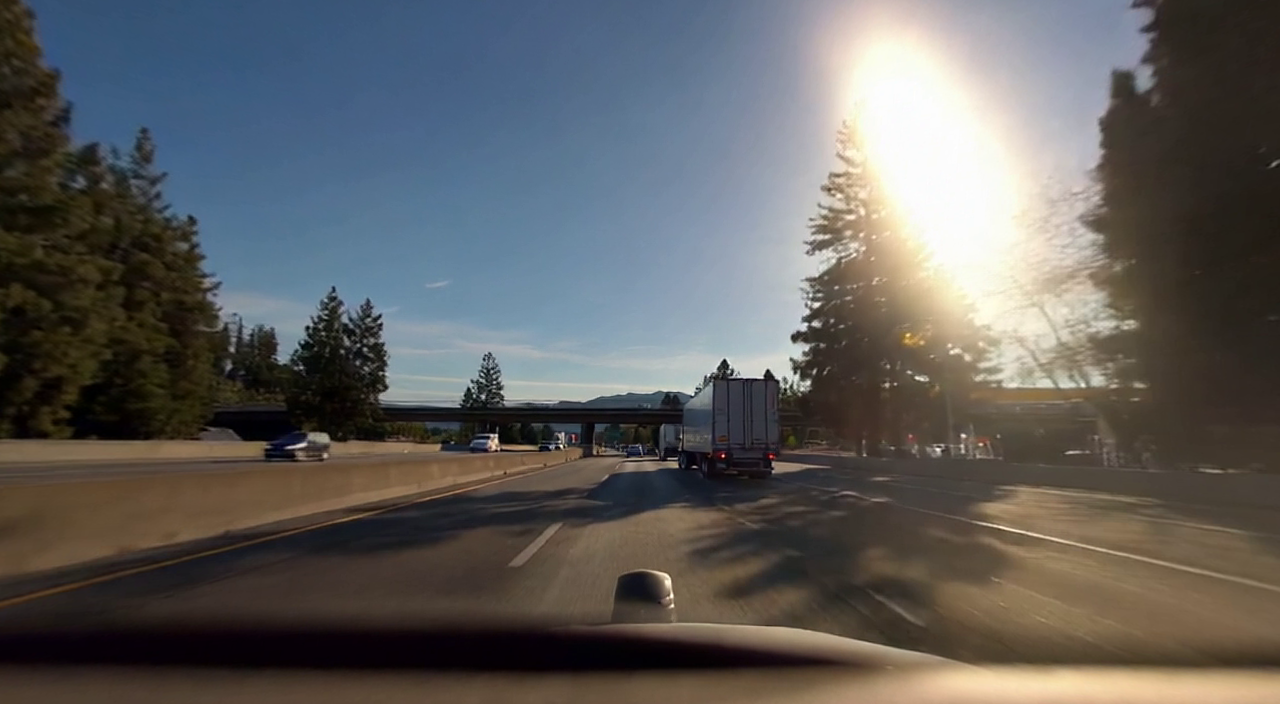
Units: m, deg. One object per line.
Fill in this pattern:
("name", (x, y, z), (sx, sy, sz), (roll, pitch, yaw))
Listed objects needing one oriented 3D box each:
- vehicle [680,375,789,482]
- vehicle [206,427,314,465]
("vehicle", (3.972, 3.885, 30.603), (2.922, 3.987, 14.038), (0, -9, -1))
("vehicle", (-16.088, 4.018, 26.994), (1.842, 1.493, 4.429), (0, -9, 0))
